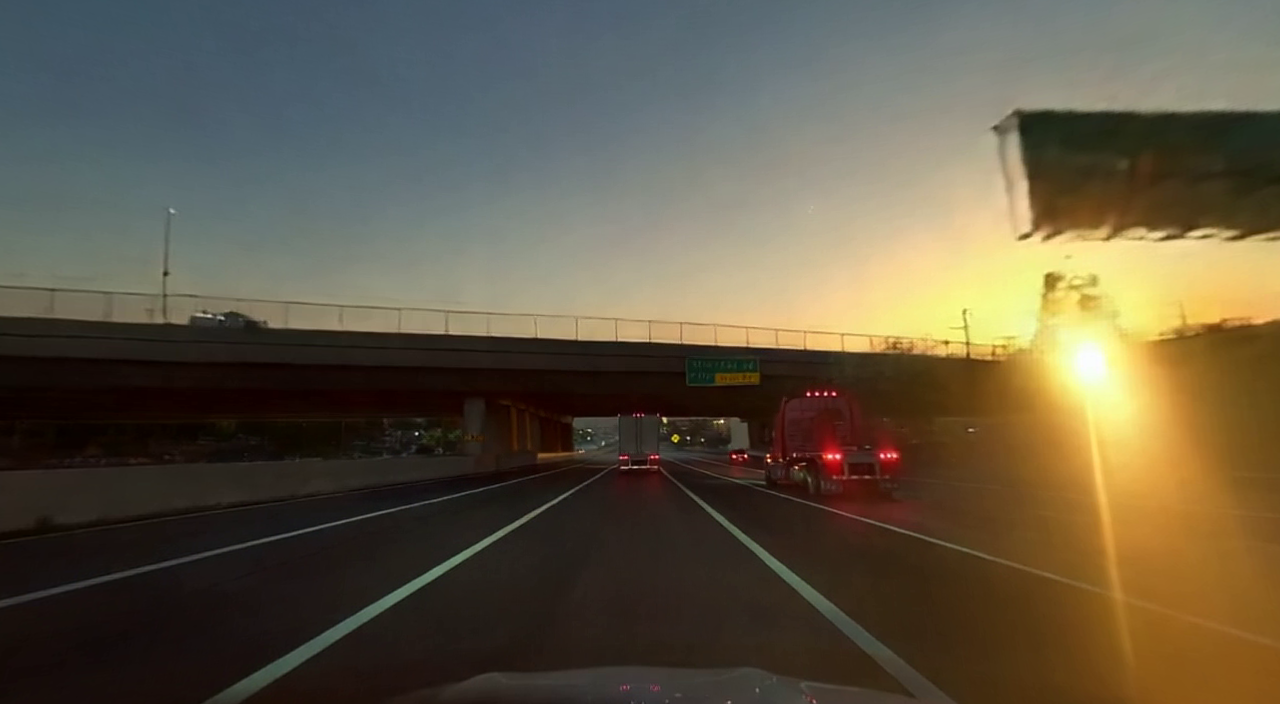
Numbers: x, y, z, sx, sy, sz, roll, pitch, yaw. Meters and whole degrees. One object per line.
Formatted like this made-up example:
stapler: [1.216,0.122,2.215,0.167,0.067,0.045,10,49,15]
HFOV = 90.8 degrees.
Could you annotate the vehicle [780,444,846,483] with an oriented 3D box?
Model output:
vehicle: [7.225,4.691,26.702,1.687,1.503,3.688,0,-9,0]
